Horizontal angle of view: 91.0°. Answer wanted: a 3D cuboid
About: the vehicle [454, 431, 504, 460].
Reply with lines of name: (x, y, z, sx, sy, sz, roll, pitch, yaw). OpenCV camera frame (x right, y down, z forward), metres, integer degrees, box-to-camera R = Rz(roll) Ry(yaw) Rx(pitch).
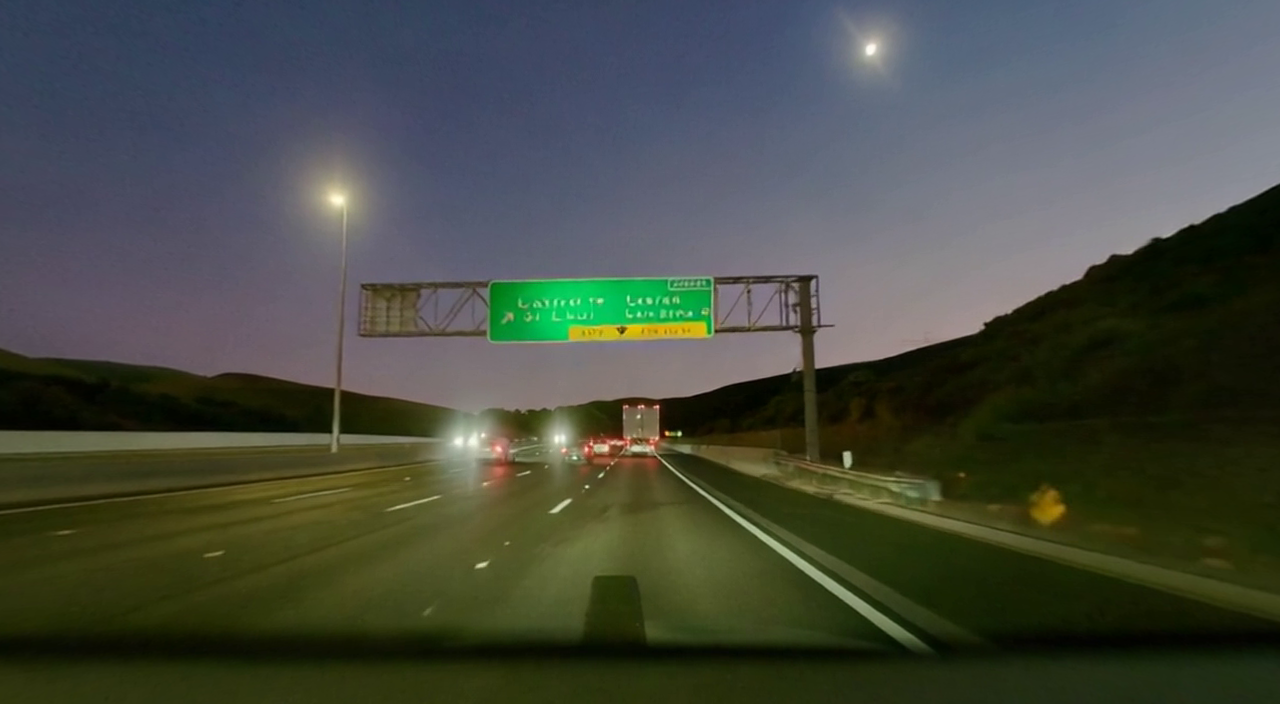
vehicle: (-10.240, 6.011, 40.424, 1.958, 1.758, 4.684, 0, -9, 0)

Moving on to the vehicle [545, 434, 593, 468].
vehicle: (-3.786, 5.404, 34.497, 2.053, 1.746, 4.508, 0, -9, 1)
